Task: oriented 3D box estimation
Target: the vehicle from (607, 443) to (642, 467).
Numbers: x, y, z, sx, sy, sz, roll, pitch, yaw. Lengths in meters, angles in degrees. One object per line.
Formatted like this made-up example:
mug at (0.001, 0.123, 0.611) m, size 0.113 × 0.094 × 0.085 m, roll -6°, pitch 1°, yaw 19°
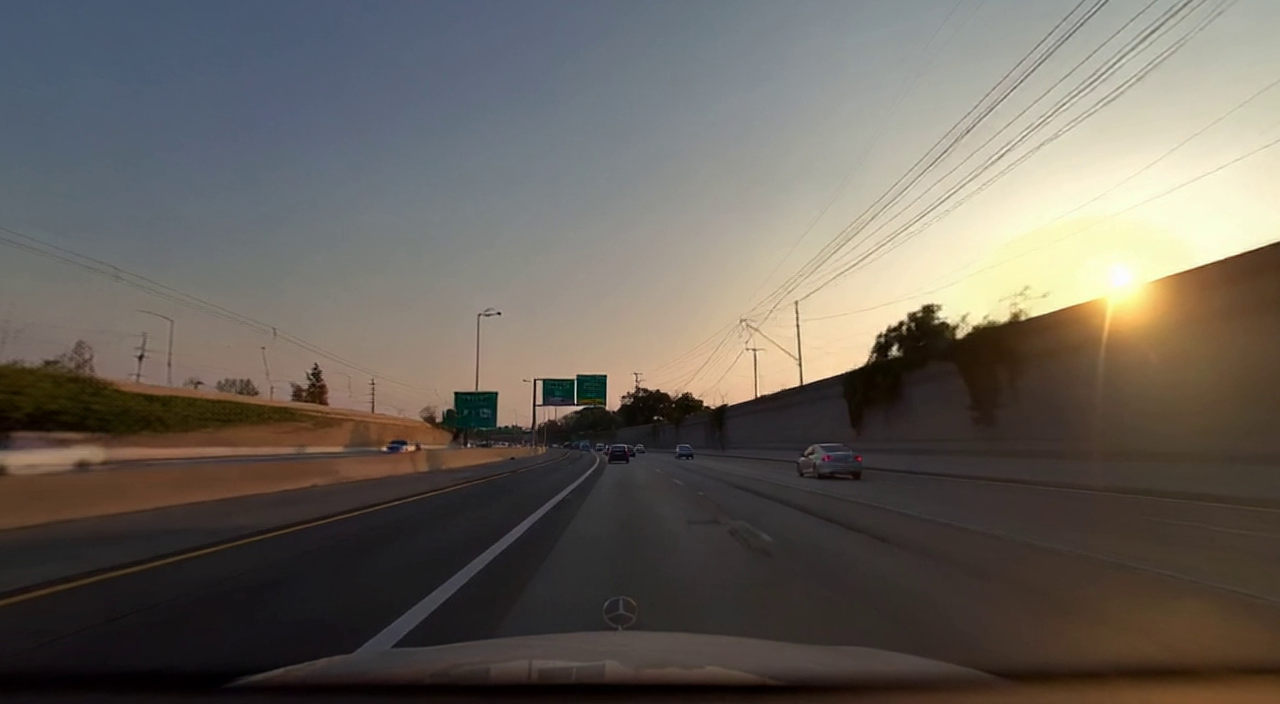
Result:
vehicle at (-1.059, 6.787, 41.706) m, size 2.109 × 1.489 × 4.027 m, roll 1°, pitch -9°, yaw -4°

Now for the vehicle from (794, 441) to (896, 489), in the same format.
vehicle at (6.767, 3.770, 21.438) m, size 1.876 × 1.451 × 4.154 m, roll 0°, pitch -9°, yaw -3°

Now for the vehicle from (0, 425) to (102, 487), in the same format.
vehicle at (-20.453, 3.284, 20.058) m, size 2.115 × 1.861 × 5.374 m, roll 0°, pitch -9°, yaw -2°
